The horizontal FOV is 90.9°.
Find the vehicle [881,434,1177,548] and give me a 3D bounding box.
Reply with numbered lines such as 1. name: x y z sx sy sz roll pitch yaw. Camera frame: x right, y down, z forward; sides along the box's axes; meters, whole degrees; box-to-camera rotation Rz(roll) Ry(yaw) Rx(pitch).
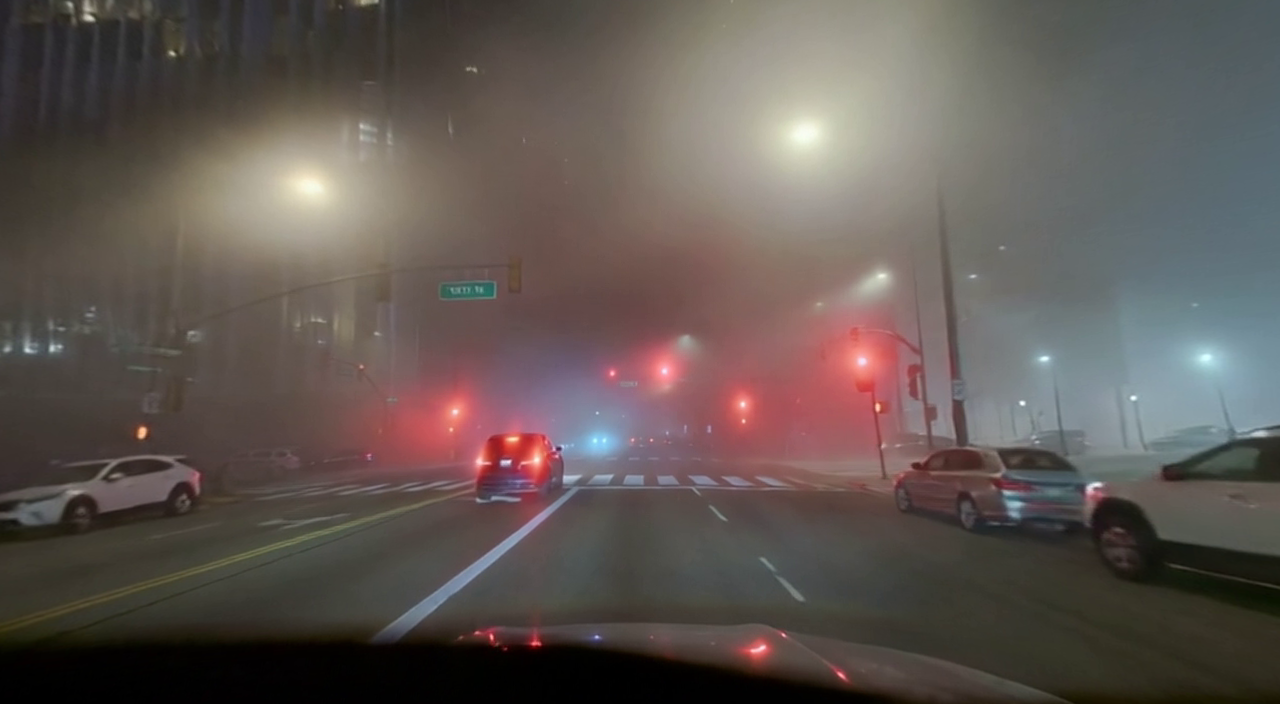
1. vehicle: 5.969 2.137 10.541 1.929 1.464 4.494 0 -8 -3

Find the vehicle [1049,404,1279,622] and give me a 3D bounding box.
1. vehicle: 5.927 1.287 5.172 1.918 1.674 4.779 0 -8 0

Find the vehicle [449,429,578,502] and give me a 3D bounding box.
1. vehicle: -2.806 2.659 15.267 2.014 1.480 4.780 0 -8 2

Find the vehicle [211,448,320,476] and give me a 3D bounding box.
1. vehicle: -21.383 6.282 36.139 4.791 1.506 2.244 0 -8 0

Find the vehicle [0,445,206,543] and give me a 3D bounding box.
1. vehicle: -12.362 3.104 14.454 1.890 1.781 4.331 -3 -8 -2

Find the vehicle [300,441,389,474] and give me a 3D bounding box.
1. vehicle: -21.179 7.558 45.339 5.283 1.959 2.453 -3 -7 0
